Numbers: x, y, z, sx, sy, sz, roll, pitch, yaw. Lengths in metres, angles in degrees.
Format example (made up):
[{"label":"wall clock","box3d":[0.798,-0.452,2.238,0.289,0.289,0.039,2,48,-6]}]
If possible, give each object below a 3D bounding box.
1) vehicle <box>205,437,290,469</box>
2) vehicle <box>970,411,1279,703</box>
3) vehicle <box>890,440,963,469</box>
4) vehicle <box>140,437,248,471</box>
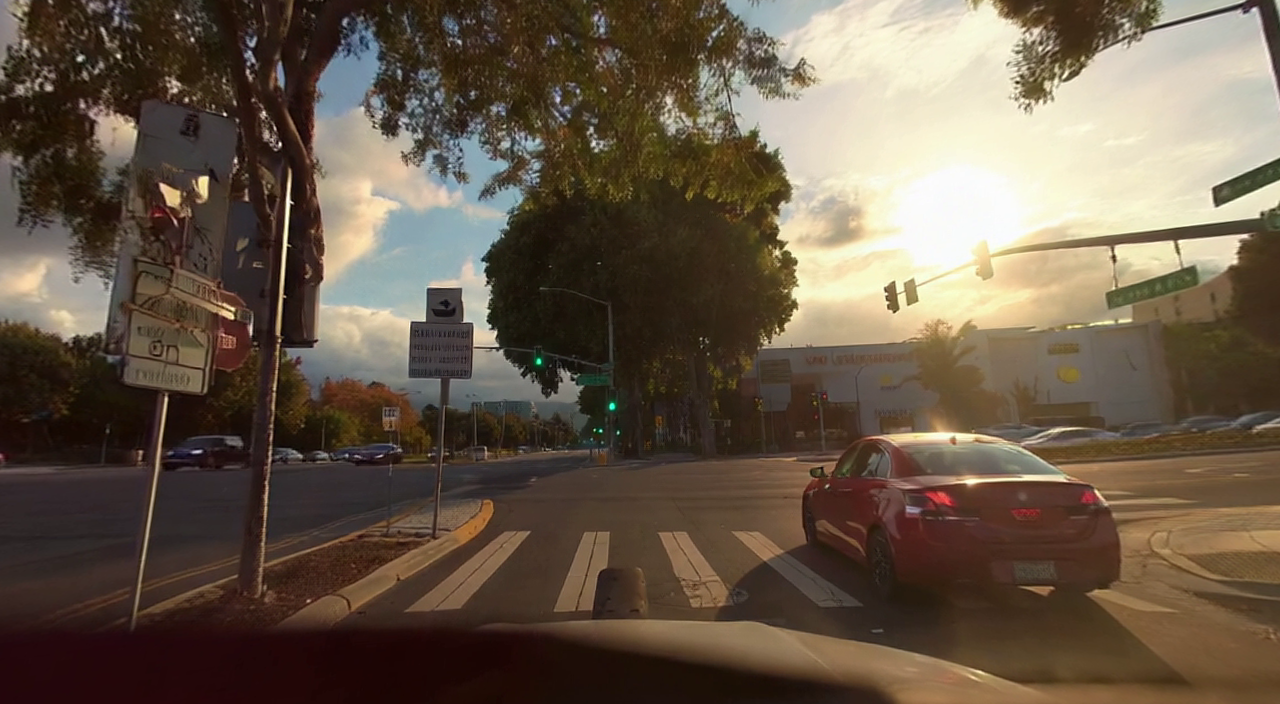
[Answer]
[{"label":"vehicle","box3d":[-23.314,6.004,37.672,2.111,1.742,4.757,0,-8,-2]},{"label":"vehicle","box3d":[4.109,1.077,3.367,1.940,1.487,4.562,0,-8,-5]},{"label":"vehicle","box3d":[15.610,5.525,34.221,4.703,1.492,1.930,8,-12,-44]},{"label":"vehicle","box3d":[-27.226,6.256,38.845,2.233,1.889,6.305,0,-8,-2]}]
